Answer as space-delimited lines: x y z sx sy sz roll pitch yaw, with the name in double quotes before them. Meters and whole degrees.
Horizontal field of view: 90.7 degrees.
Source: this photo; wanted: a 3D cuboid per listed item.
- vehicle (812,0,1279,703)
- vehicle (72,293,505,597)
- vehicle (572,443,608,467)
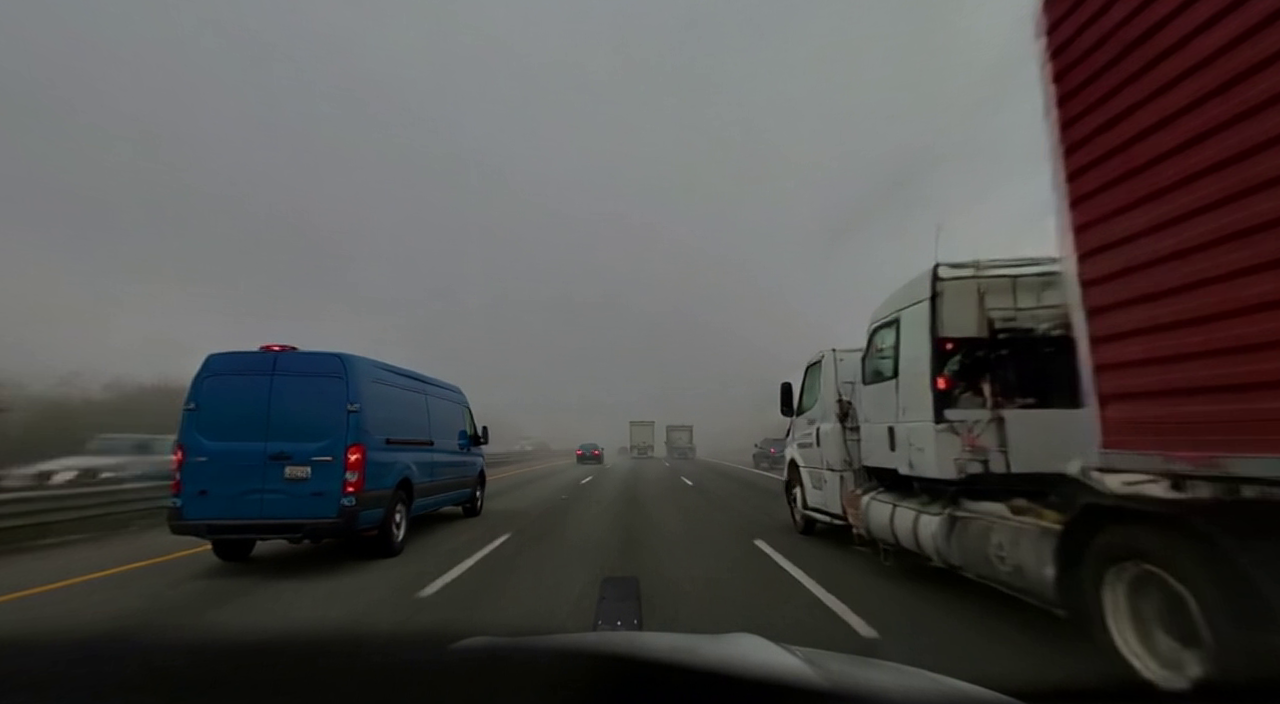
"vehicle" 3.966 -0.395 1.874 2.951 3.974 13.340 0 -9 -1
"vehicle" -3.996 1.331 9.358 2.557 2.855 6.674 0 -9 -1
"vehicle" -3.362 6.981 43.052 2.024 1.472 4.014 -1 -9 1
